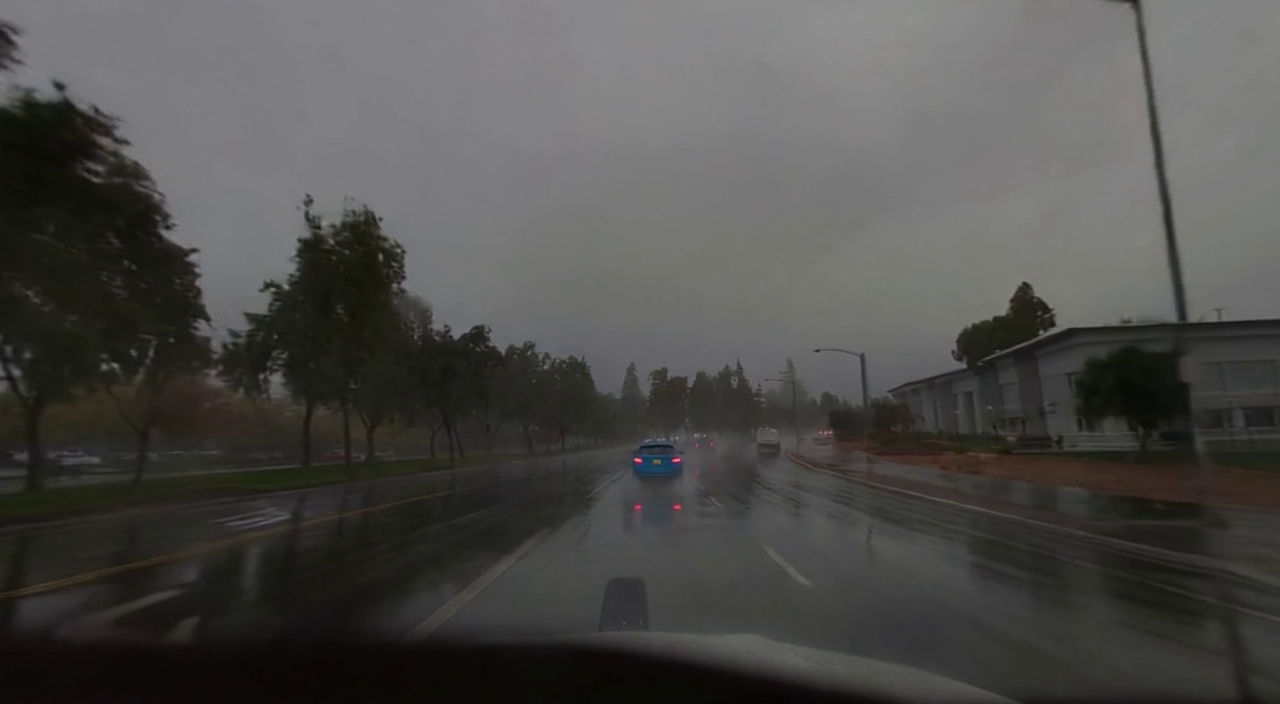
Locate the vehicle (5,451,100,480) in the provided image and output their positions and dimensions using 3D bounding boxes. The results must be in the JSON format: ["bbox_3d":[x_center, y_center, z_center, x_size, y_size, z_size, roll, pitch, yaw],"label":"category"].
[{"bbox_3d":[-45.326,8.739,48.716,5.621,1.823,2.130,-4,-8,6],"label":"vehicle"}]

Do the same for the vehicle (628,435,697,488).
[{"bbox_3d":[0.762,3.478,20.280,2.010,1.535,3.735,-1,-8,3],"label":"vehicle"}]

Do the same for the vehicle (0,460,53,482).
[{"bbox_3d":[-45.499,8.639,45.841,3.873,1.441,1.848,-1,-8,5],"label":"vehicle"}]
